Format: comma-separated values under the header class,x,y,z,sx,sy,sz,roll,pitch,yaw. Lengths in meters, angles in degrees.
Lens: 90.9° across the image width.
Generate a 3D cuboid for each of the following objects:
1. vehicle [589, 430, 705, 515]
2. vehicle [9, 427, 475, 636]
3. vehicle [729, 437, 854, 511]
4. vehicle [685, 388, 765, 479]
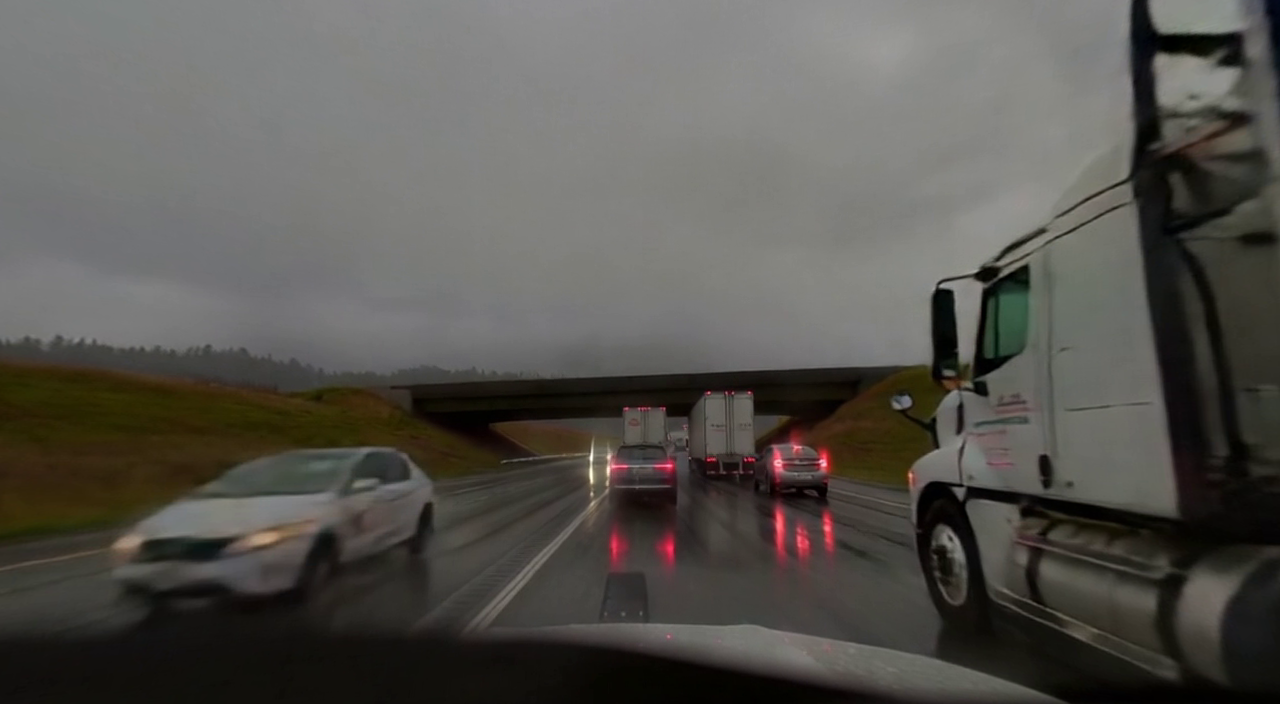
class,x,y,z,sx,sy,sz,roll,pitch,yaw
vehicle,0.187,2.685,14.413,2.256,1.615,4.114,-1,-9,2
vehicle,-3.498,1.660,6.850,2.091,1.489,4.397,-1,-9,2
vehicle,3.423,2.842,15.070,1.972,1.505,3.946,-1,-9,0
vehicle,3.996,4.106,31.188,2.948,3.974,6.480,0,-9,0
